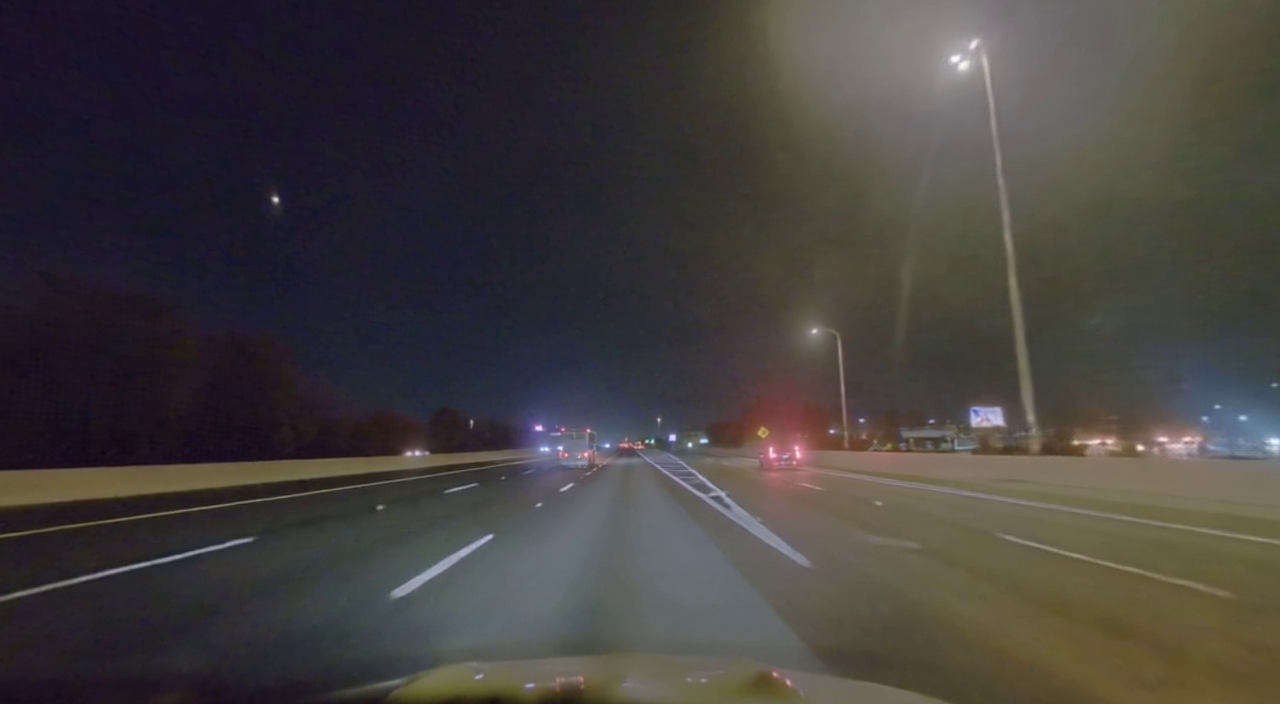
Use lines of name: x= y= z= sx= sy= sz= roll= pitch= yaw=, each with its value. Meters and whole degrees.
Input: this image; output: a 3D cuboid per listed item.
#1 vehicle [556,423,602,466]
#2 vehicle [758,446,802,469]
vehicle: x=-4.404 y=6.865 z=46.833 sx=2.881 sy=2.937 sz=7.045 roll=0 pitch=-9 yaw=-2
vehicle: x=9.412 y=7.106 z=42.829 sx=2.035 sy=1.491 sz=4.246 roll=0 pitch=-9 yaw=1
